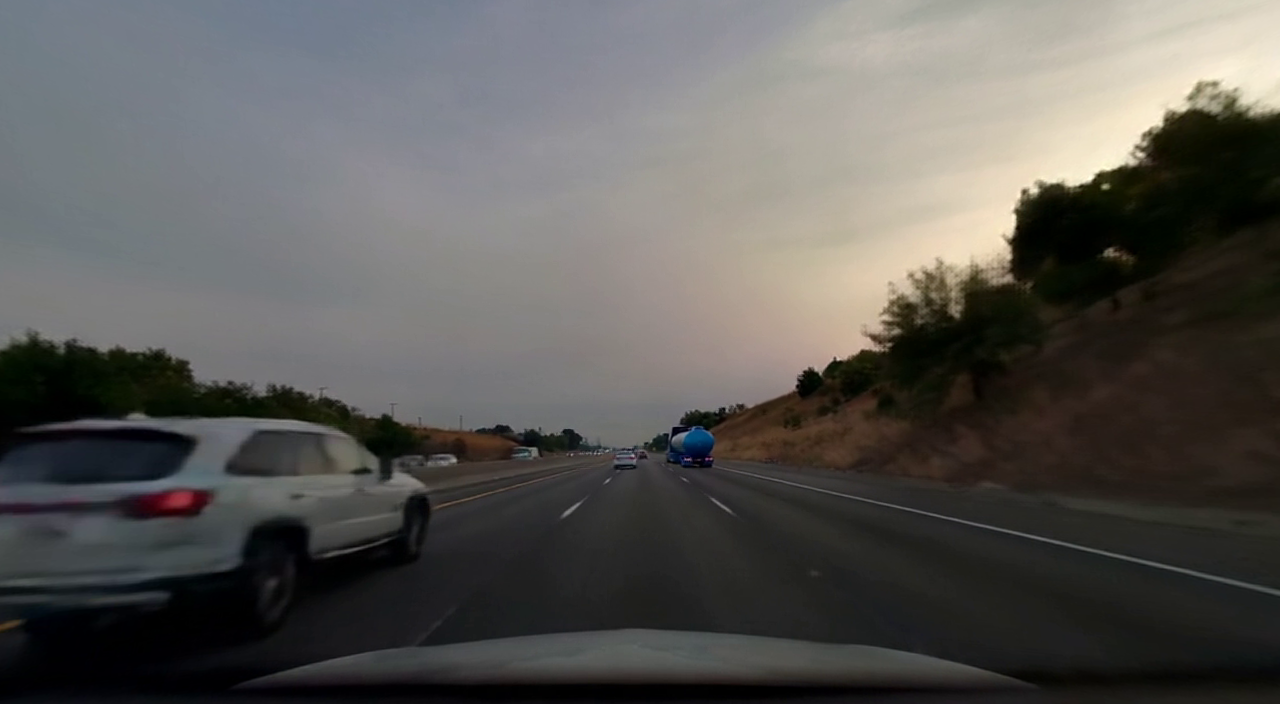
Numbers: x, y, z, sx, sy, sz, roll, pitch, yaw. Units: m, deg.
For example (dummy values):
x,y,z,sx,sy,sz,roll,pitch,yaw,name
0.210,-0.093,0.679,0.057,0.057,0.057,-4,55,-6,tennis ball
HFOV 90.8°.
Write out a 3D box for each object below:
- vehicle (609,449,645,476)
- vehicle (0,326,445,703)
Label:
x,y,z,sx,sy,sz,roll,pitch,yaw,name
-0.713,6.463,37.129,2.013,1.498,3.908,-1,-9,1,vehicle
-3.286,1.161,4.516,2.258,1.805,4.665,0,-9,0,vehicle
